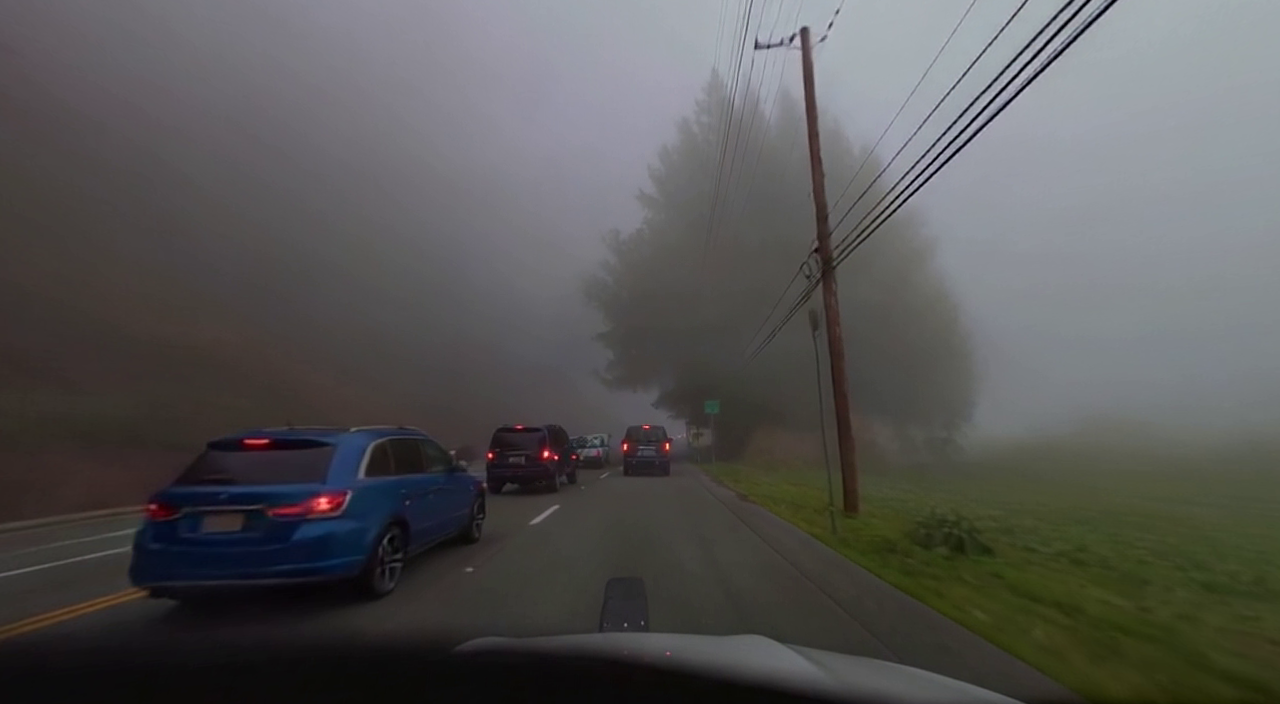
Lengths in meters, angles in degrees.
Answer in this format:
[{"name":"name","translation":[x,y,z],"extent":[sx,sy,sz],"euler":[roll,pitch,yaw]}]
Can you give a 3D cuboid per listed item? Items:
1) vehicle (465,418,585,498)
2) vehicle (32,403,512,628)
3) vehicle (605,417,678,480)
[{"name":"vehicle","translation":[-2.797,2.734,16.578],"extent":[2.062,1.796,4.657],"euler":[-1,-8,3]},{"name":"vehicle","translation":[-3.078,1.474,6.841],"extent":[2.180,1.546,4.755],"euler":[0,-8,2]},{"name":"vehicle","translation":[0.136,3.279,21.537],"extent":[2.241,1.912,4.095],"euler":[-1,-8,3]}]
